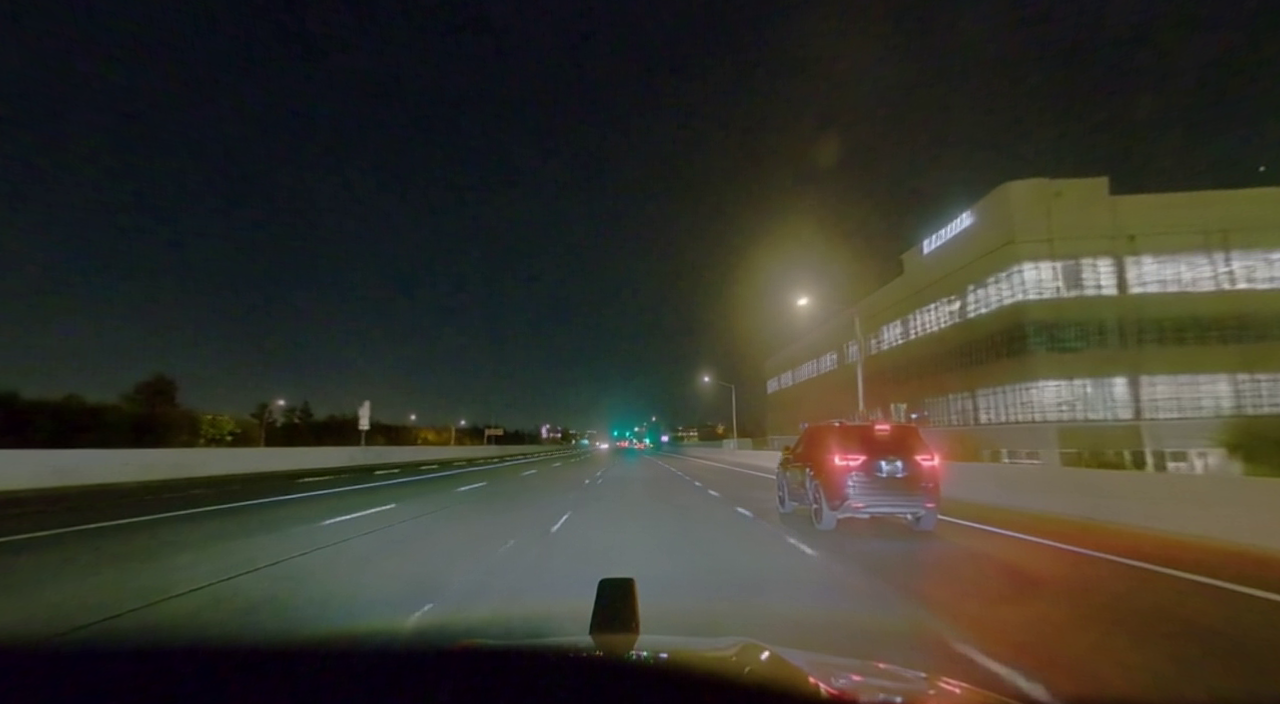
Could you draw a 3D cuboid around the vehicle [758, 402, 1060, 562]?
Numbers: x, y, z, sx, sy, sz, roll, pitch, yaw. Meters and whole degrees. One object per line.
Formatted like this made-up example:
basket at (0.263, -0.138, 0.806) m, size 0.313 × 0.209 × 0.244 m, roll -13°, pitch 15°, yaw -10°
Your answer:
vehicle at (3.452, 1.816, 9.573) m, size 2.212 × 1.753 × 5.064 m, roll 0°, pitch -9°, yaw -2°
